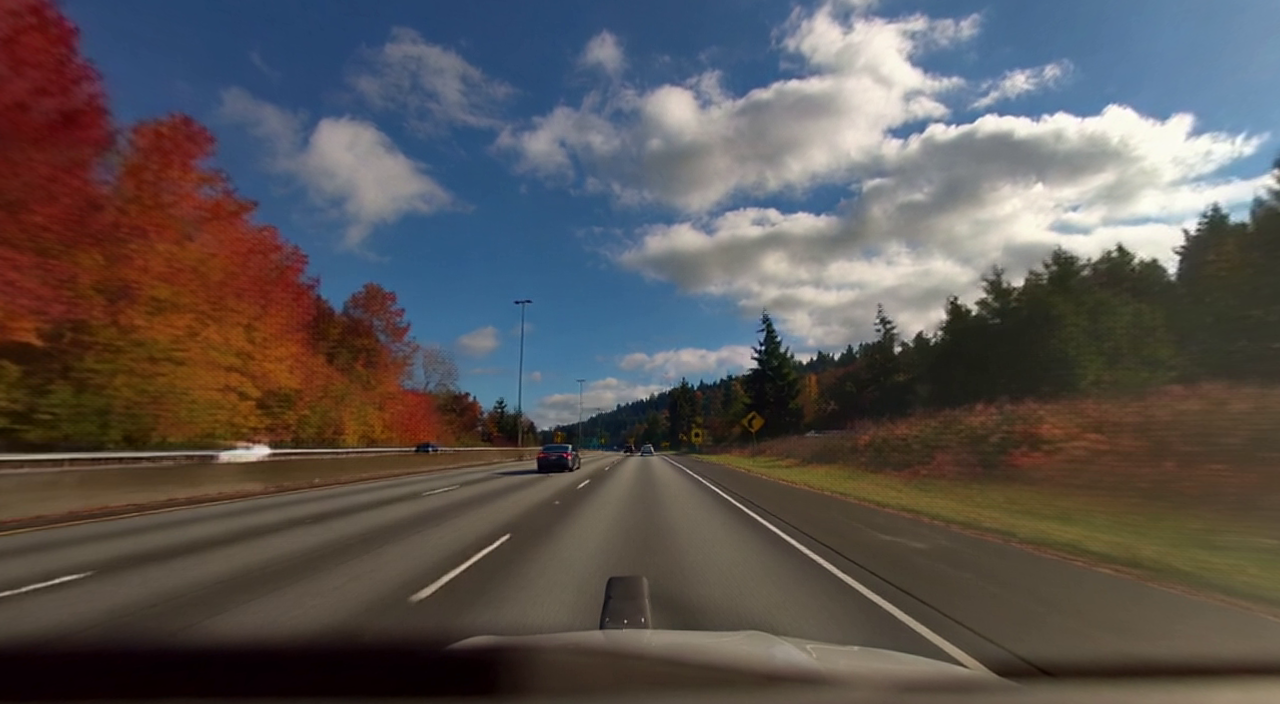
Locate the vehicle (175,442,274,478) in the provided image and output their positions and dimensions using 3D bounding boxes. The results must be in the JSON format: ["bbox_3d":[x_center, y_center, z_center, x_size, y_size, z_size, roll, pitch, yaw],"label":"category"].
[{"bbox_3d":[-20.023,5.193,30.571,1.908,1.567,4.458,0,-8,-3],"label":"vehicle"}]

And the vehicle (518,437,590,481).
[{"bbox_3d":[-3.322,4.261,25.355,2.061,1.572,4.814,0,-8,2],"label":"vehicle"}]
